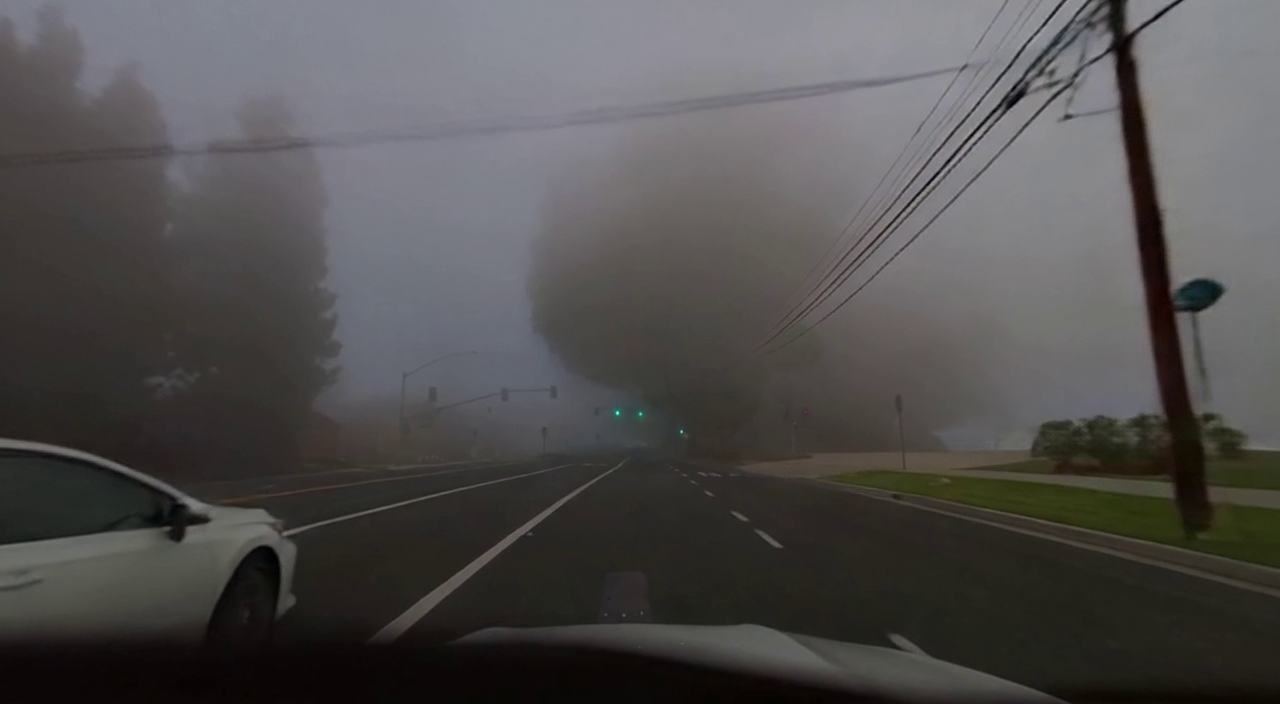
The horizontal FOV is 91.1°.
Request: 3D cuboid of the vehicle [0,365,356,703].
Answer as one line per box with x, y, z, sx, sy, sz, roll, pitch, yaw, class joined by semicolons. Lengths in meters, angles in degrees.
-3.334;0.858;2.358;2.139;1.564;4.901;0;-8;1;vehicle
